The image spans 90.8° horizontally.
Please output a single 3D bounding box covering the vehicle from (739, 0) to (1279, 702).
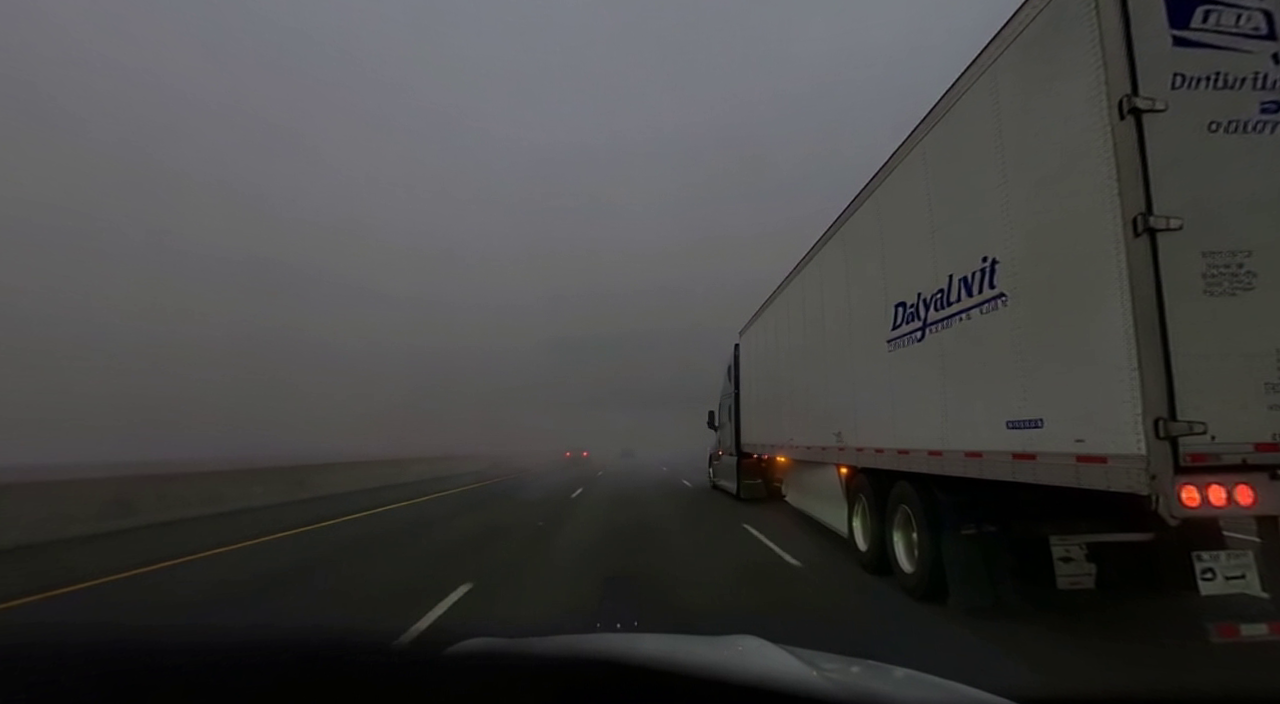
[{"bbox_3d":[3.969,0.616,9.709,2.962,4.132,12.720,0,-8,1],"label":"vehicle"}]

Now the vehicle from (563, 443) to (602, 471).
[{"bbox_3d":[-3.528,6.531,39.505,2.030,1.657,3.926,0,-8,0],"label":"vehicle"}]
